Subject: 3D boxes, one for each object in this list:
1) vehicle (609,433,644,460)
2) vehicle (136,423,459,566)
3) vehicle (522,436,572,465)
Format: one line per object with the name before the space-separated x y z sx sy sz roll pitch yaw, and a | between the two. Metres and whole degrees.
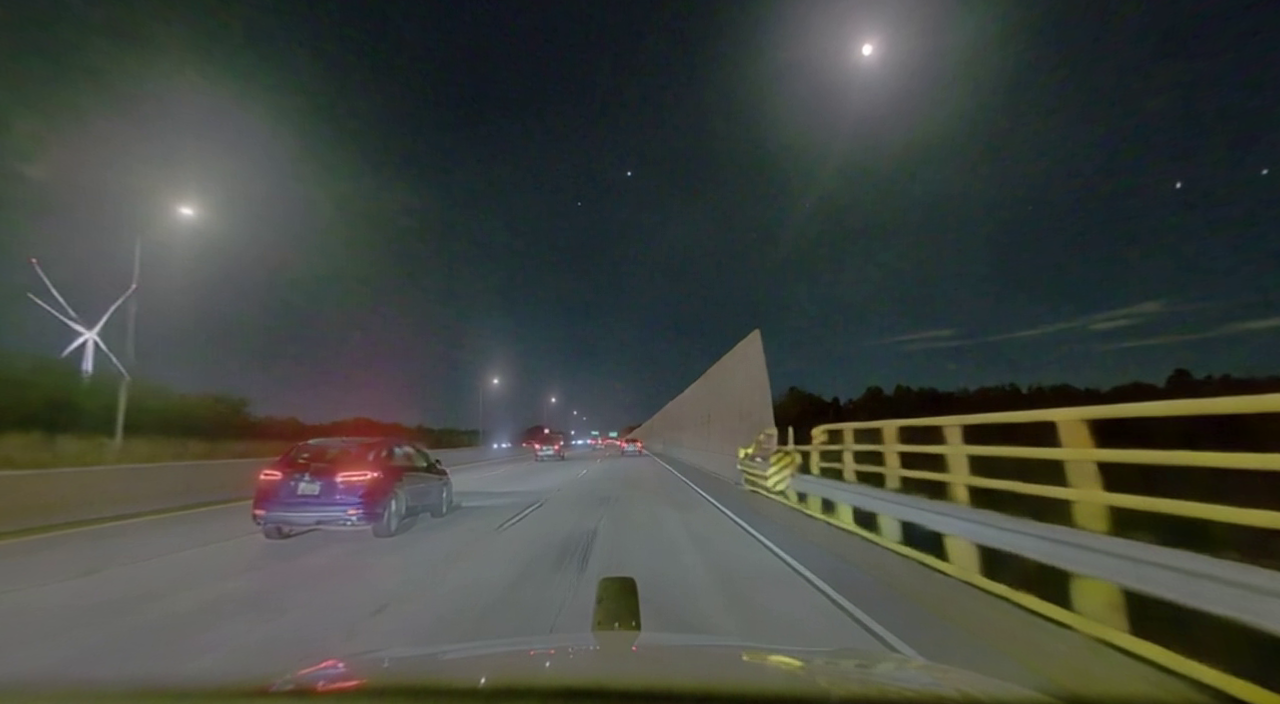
vehicle | -0.809 5.797 38.744 2.027 1.550 3.607 0 -8 -1
vehicle | -4.217 1.794 8.893 1.998 1.468 4.635 0 -8 -1
vehicle | -4.809 5.118 33.035 2.059 1.436 3.802 0 -8 0
